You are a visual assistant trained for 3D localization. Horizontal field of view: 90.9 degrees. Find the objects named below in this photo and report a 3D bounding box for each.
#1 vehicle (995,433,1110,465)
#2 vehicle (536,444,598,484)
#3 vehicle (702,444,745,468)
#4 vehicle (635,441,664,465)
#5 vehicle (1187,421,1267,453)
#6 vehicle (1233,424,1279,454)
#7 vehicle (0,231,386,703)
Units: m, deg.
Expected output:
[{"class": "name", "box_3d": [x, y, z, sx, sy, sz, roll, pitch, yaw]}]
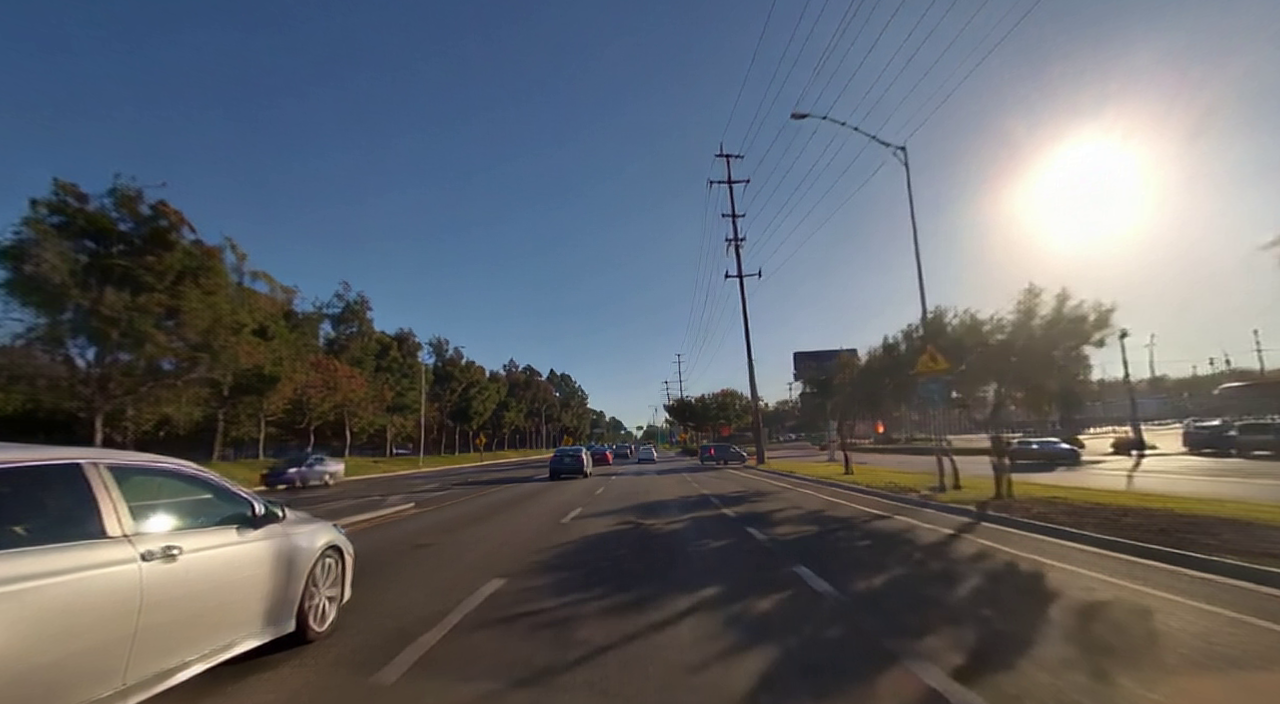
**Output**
[{"class": "vehicle", "box_3d": [21.117, 4.991, 32.448, 4.392, 1.535, 2.131, 0, -9, 0]}, {"class": "vehicle", "box_3d": [-2.865, 4.493, 25.555, 1.982, 1.451, 4.152, 0, -9, 1]}, {"class": "vehicle", "box_3d": [5.640, 6.945, 42.284, 2.062, 1.541, 4.420, -3, -9, 18]}, {"class": "vehicle", "box_3d": [0.749, 7.827, 48.812, 2.155, 1.781, 3.977, 0, -9, 1]}, {"class": "vehicle", "box_3d": [34.942, 5.075, 37.495, 4.347, 1.761, 2.002, 4, -10, -28]}, {"class": "vehicle", "box_3d": [34.302, 4.682, 33.811, 4.632, 1.533, 2.015, 4, -10, -27]}, {"class": "vehicle", "box_3d": [-3.105, 0.608, 1.706, 2.381, 1.961, 5.563, -1, -9, 2]}]
